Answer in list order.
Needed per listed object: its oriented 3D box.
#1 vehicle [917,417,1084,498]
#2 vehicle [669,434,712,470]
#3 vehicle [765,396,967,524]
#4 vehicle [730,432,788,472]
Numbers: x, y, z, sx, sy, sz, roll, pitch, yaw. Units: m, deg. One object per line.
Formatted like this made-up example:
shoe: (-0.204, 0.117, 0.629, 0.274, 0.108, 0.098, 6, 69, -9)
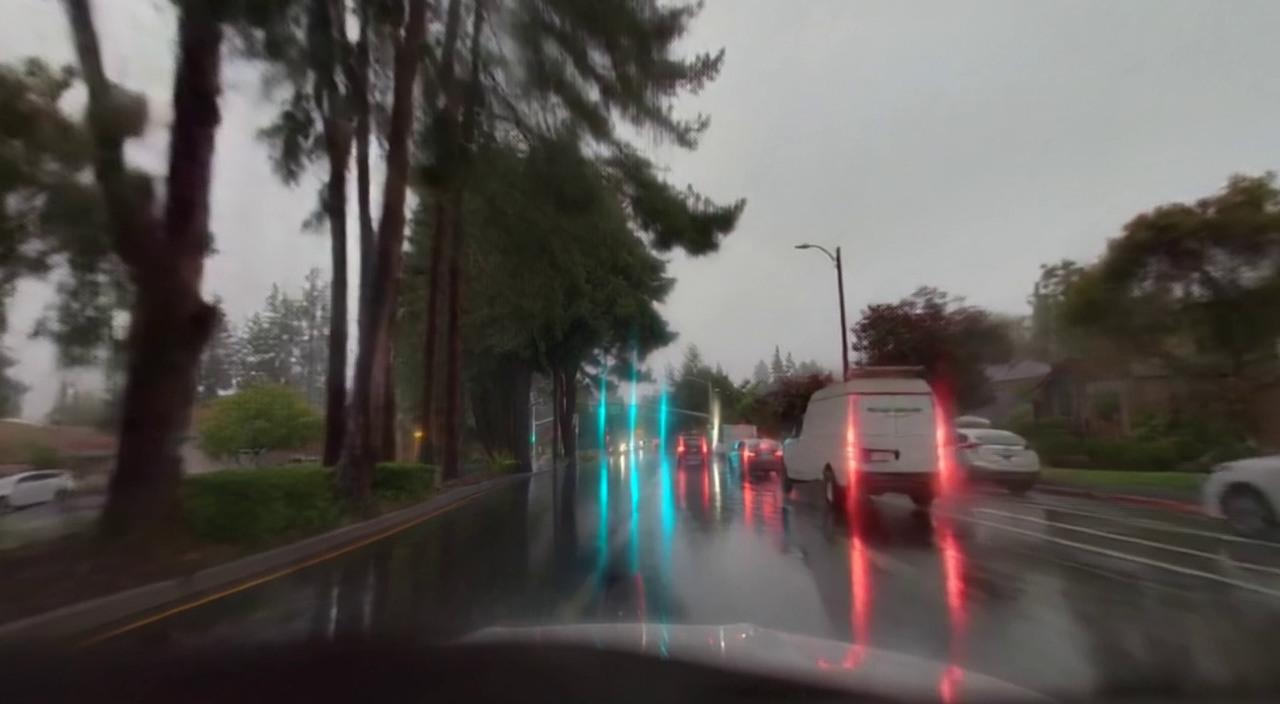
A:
vehicle: (9.354, 2.773, 16.974, 1.992, 1.840, 4.646, -1, -8, 4)
vehicle: (2.539, 5.157, 32.698, 2.052, 1.693, 4.554, -1, -8, 3)
vehicle: (4.328, 2.223, 13.543, 2.268, 2.090, 6.113, 0, -8, 2)
vehicle: (5.724, 4.801, 30.881, 1.803, 1.754, 4.480, 2, -7, -3)
